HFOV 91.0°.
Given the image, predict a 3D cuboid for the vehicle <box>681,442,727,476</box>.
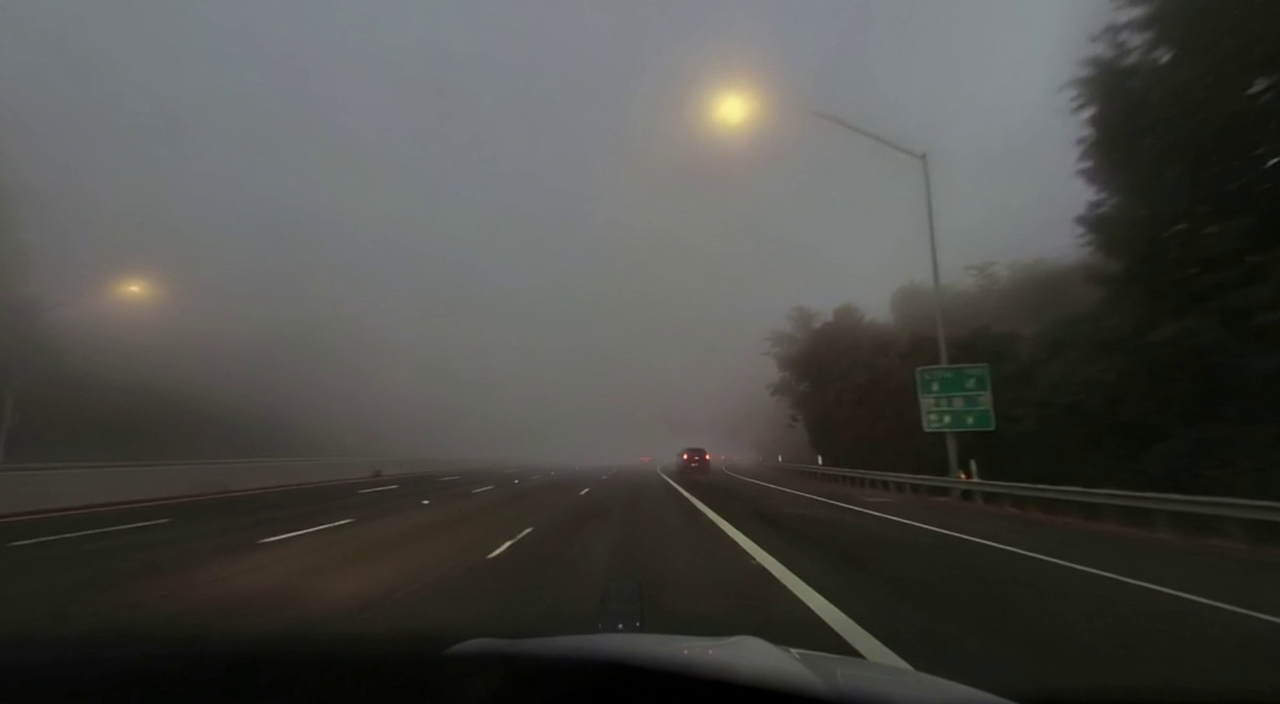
[{"bbox_3d":[3.680,6.232,36.804,2.225,1.833,4.340,0,-9,0],"label":"vehicle"}]
